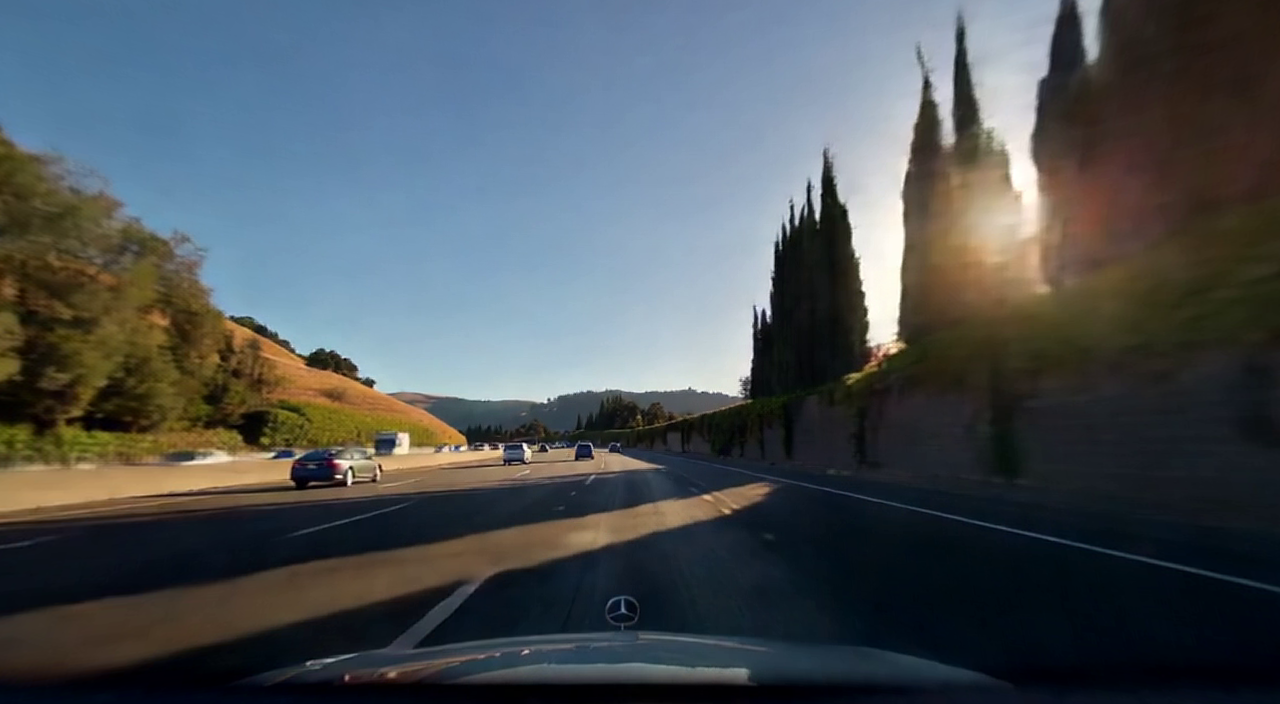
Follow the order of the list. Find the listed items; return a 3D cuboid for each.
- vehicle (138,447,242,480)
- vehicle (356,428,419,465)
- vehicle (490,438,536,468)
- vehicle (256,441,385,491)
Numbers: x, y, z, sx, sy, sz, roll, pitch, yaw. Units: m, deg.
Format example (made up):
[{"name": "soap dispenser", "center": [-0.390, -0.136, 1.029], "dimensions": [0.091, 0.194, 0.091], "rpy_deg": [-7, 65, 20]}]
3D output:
[{"name": "vehicle", "center": [-21.855, 5.396, 30.942], "dimensions": [1.863, 1.448, 4.393], "rpy_deg": [0, -8, -1]}, {"name": "vehicle", "center": [-18.674, 7.037, 47.020], "dimensions": [2.308, 2.505, 5.849], "rpy_deg": [0, -8, -1]}, {"name": "vehicle", "center": [-8.079, 6.450, 40.624], "dimensions": [2.074, 1.768, 4.805], "rpy_deg": [0, -8, -1]}, {"name": "vehicle", "center": [-10.571, 3.771, 21.399], "dimensions": [1.949, 1.475, 4.740], "rpy_deg": [0, -8, -1]}]
